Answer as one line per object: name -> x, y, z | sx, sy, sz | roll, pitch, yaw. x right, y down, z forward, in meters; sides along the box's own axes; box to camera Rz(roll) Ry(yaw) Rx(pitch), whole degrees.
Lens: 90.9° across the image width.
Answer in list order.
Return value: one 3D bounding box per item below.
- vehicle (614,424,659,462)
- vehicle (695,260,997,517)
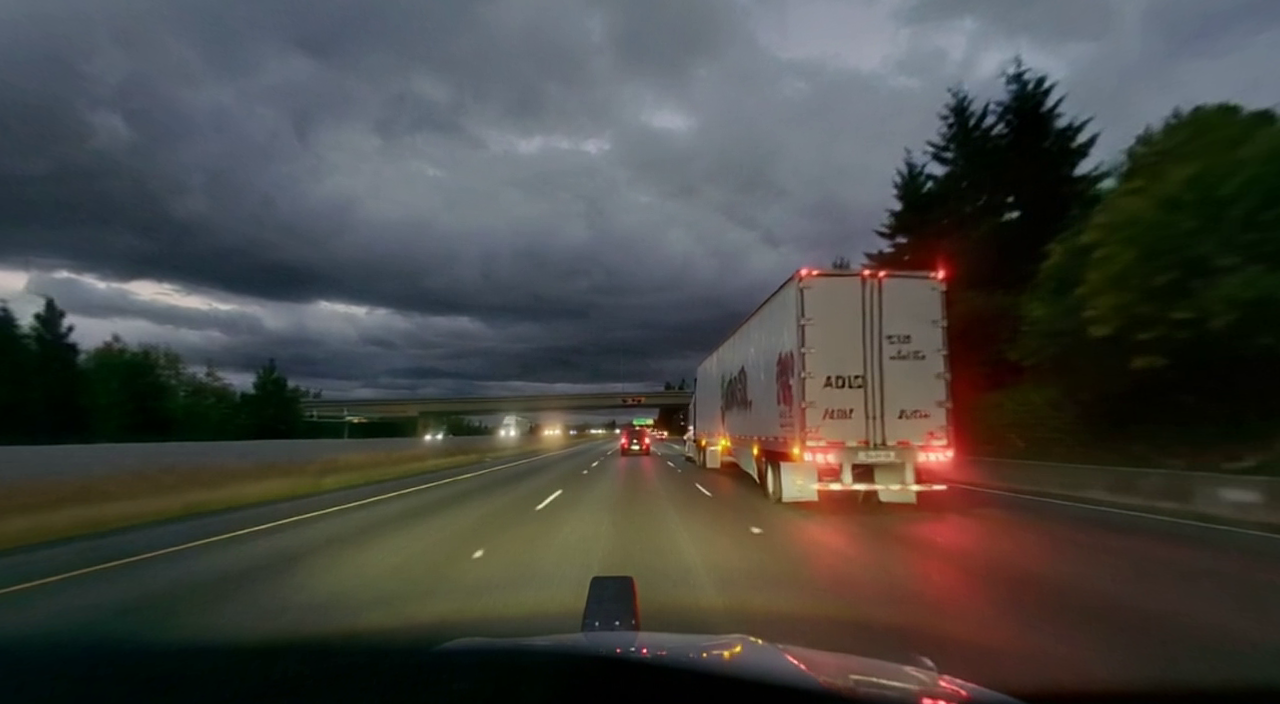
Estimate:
vehicle -> -0.236, 4.943, 34.453 | 2.277, 1.913, 4.510 | 0, -8, -1
vehicle -> 3.787, 1.458, 16.861 | 2.987, 4.021, 14.105 | 0, -8, -2
